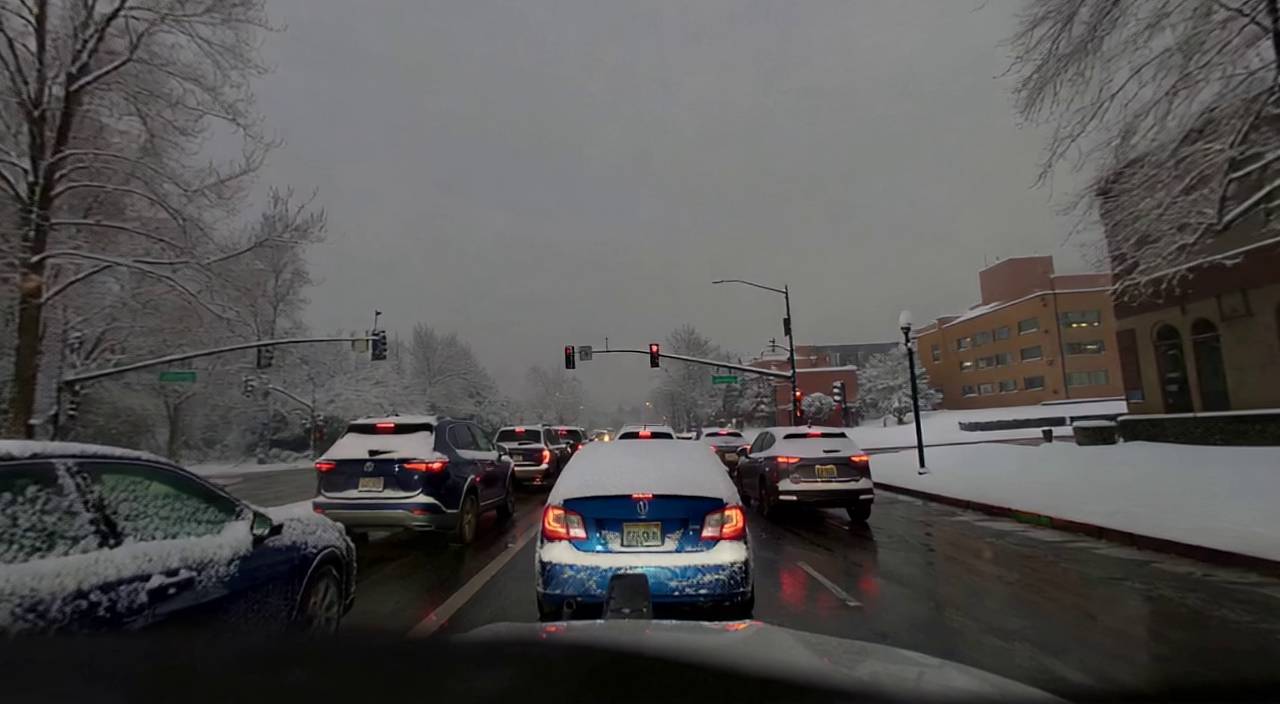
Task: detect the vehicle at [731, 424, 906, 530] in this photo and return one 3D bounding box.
[{"bbox_3d":[3.160,2.317,12.241,2.110,1.661,4.295,0,-9,0],"label":"vehicle"}]

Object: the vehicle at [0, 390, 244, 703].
[{"bbox_3d":[-3.401,0.749,1.241,2.144,1.505,4.635,-1,-9,1],"label":"vehicle"}]

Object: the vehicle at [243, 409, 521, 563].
[{"bbox_3d":[-3.368,1.865,9.498,2.168,1.719,4.561,-1,-9,1],"label":"vehicle"}]

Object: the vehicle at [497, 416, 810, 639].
[{"bbox_3d":[0.088,1.504,6.384,2.147,1.507,3.953,0,-8,0],"label":"vehicle"}]
